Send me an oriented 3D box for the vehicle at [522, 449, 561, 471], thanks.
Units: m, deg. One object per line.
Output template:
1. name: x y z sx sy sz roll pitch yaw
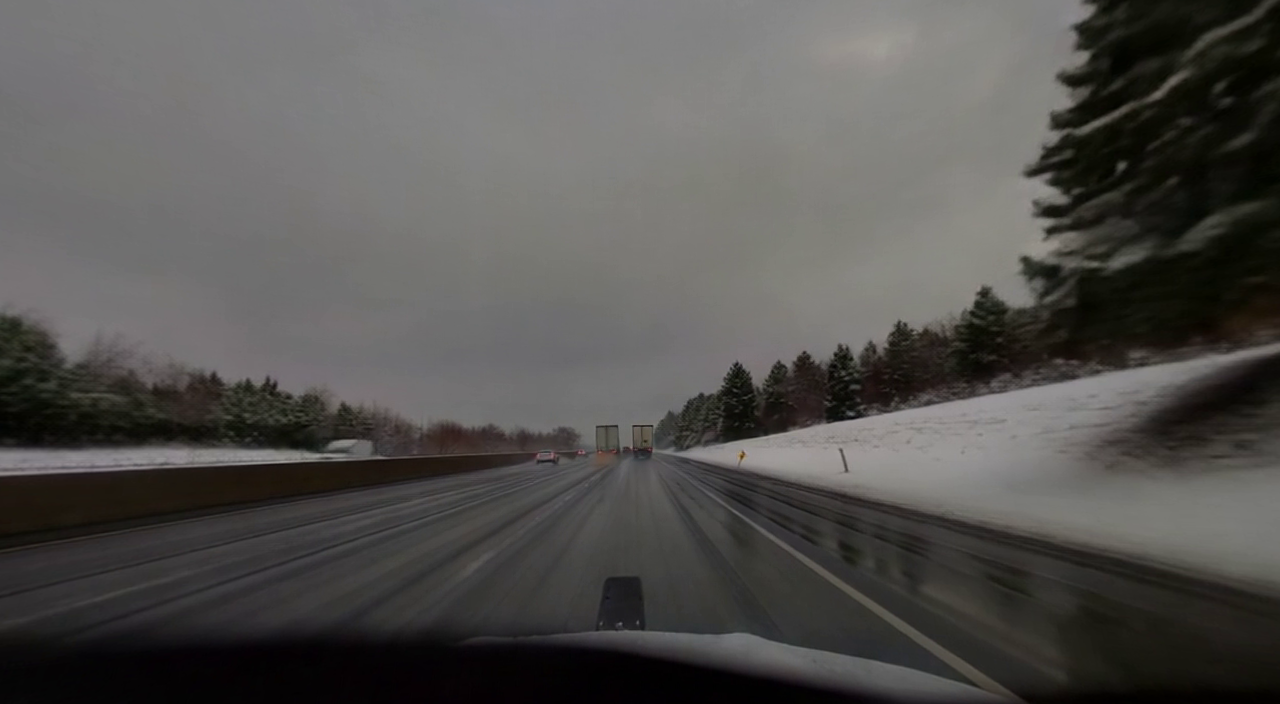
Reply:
1. vehicle: -7.077 7.795 45.808 2.036 1.474 5.011 0 -9 1

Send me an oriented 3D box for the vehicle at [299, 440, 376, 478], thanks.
1. vehicle: -19.781 7.017 41.582 2.404 2.285 5.332 0 -9 0
